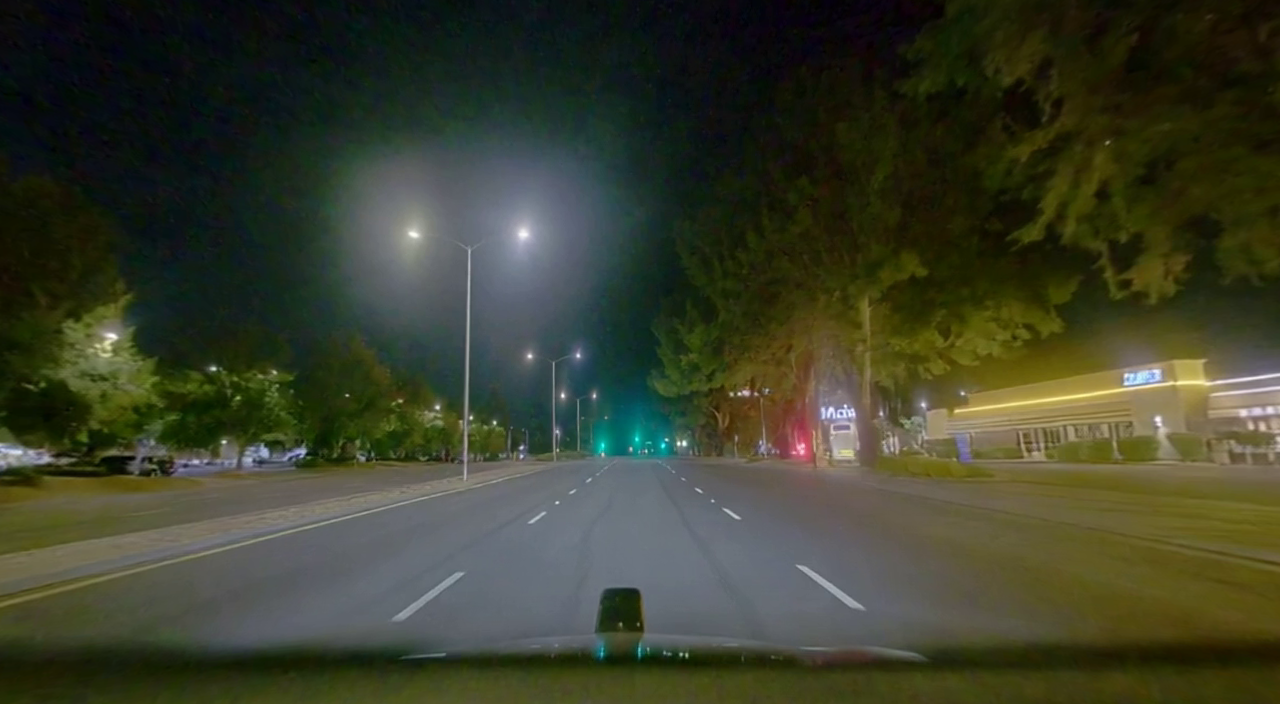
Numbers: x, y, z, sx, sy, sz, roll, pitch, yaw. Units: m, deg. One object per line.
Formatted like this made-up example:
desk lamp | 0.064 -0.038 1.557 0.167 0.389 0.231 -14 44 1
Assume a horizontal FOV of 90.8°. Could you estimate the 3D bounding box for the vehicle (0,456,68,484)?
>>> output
vehicle | -34.233 6.394 34.352 4.407 1.434 1.814 0 -8 0
